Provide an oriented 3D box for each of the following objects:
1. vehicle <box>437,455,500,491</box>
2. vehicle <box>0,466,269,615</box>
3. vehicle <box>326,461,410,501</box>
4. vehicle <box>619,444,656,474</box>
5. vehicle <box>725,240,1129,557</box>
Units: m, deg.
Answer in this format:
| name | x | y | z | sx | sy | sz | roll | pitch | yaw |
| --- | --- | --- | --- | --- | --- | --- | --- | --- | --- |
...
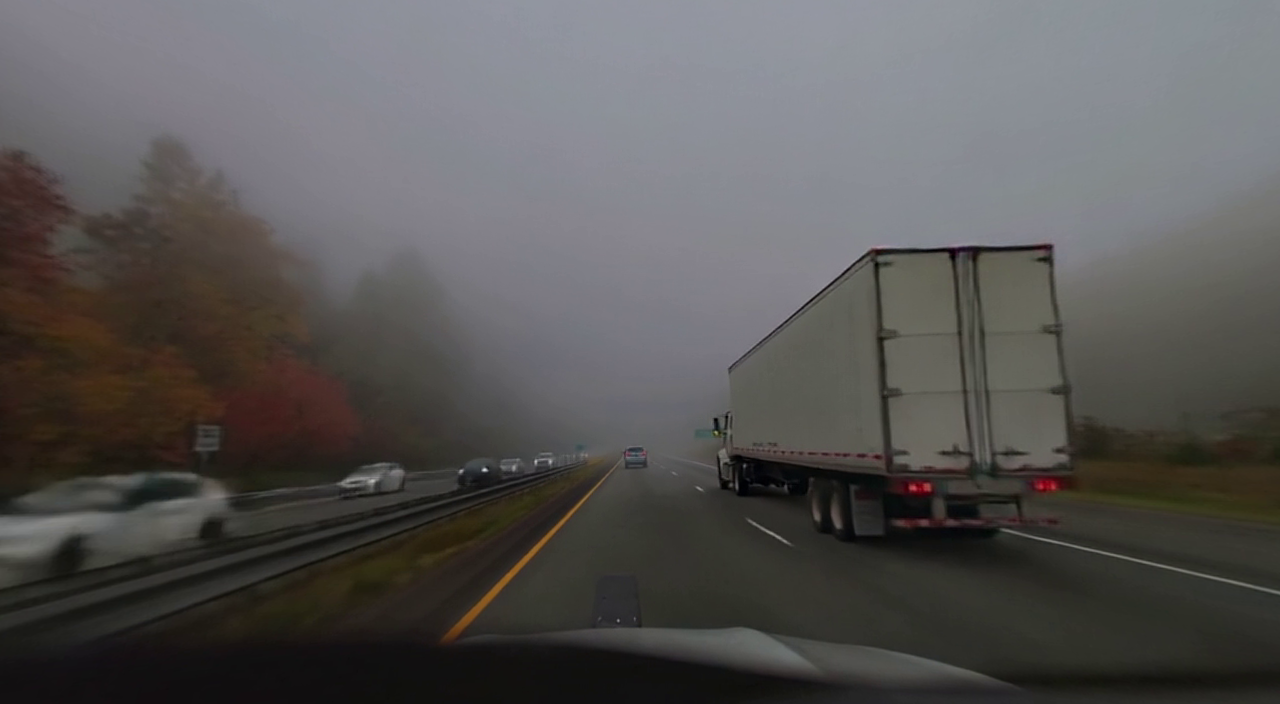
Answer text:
| name | x | y | z | sx | sy | sz | roll | pitch | yaw |
| --- | --- | --- | --- | --- | --- | --- | --- | --- | --- |
| vehicle | -8.707 | 6.154 | 32.207 | 2.041 | 1.631 | 4.366 | -1 | -9 | 0 |
| vehicle | -8.243 | 2.620 | 9.672 | 2.068 | 1.560 | 4.870 | -1 | -9 | -1 |
| vehicle | -12.683 | 6.016 | 29.576 | 1.935 | 1.665 | 4.426 | -1 | -9 | 0 |
| vehicle | -0.184 | 6.633 | 39.122 | 2.168 | 1.705 | 4.272 | -1 | -9 | -1 |
| vehicle | 4.579 | 1.609 | 15.083 | 2.910 | 4.090 | 14.063 | -1 | -9 | -1 |
